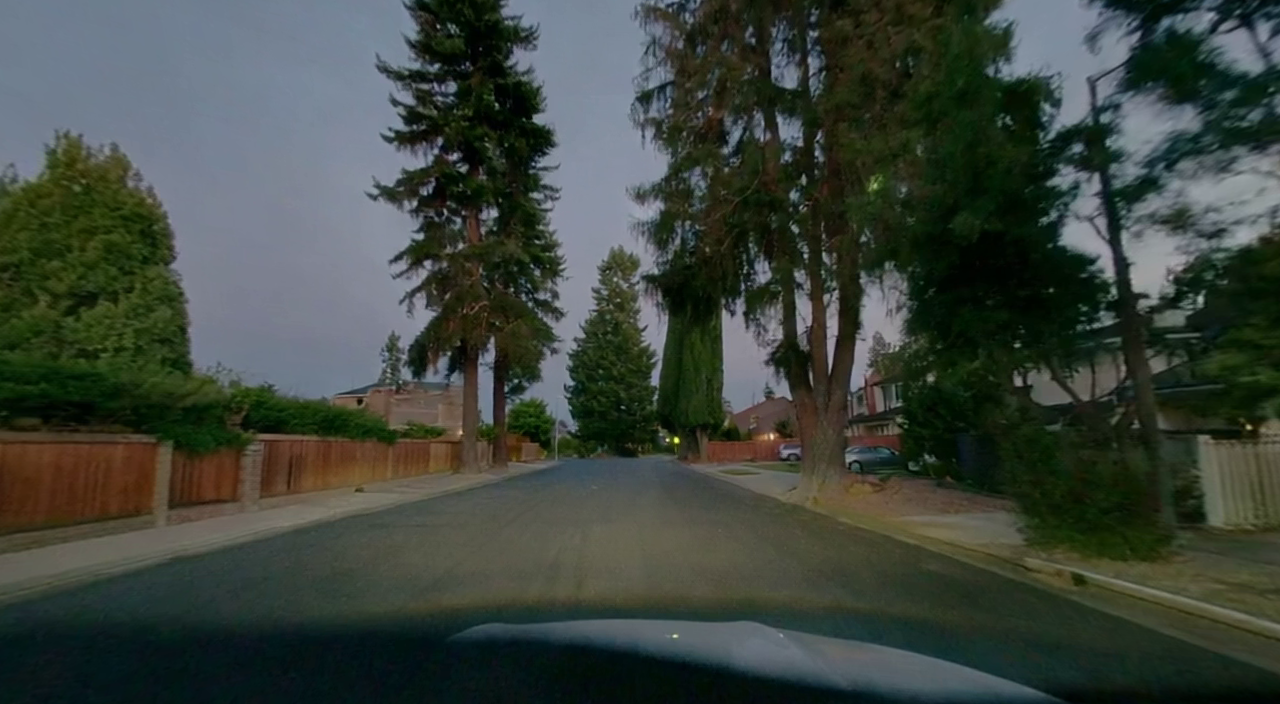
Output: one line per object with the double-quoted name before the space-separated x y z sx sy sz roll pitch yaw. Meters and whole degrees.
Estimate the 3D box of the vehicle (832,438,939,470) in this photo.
"vehicle" 11.787 4.928 30.600 4.415 1.457 1.797 0 -9 1
